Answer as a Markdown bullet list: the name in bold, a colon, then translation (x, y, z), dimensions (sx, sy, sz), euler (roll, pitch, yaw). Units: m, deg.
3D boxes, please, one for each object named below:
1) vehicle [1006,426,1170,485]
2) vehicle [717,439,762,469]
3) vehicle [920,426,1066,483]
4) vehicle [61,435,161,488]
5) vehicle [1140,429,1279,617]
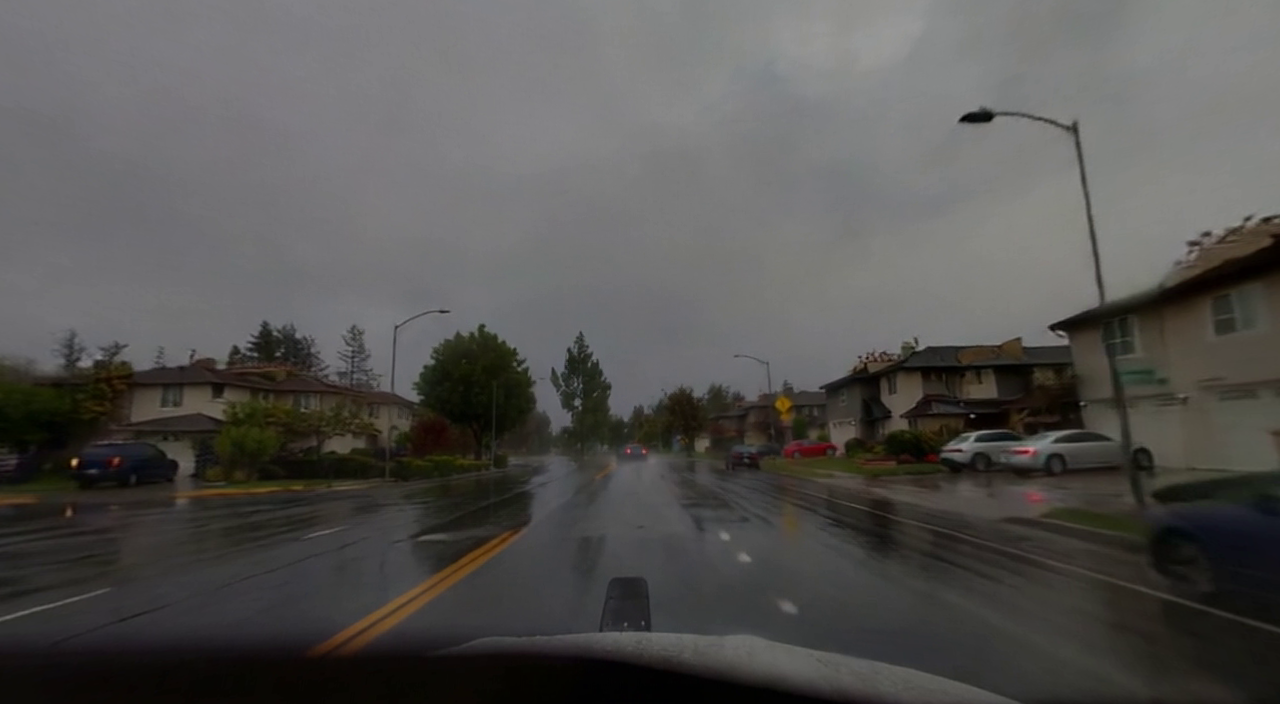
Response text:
- **vehicle**: translation (14.534, 3.332, 20.492), dimensions (4.469, 1.721, 2.191), euler (3, -9, -23)
- **vehicle**: translation (6.978, 7.220, 45.010), dimensions (2.348, 1.986, 6.289), euler (0, -8, 1)
- **vehicle**: translation (14.541, 4.137, 25.980), dimensions (5.277, 1.749, 2.335), euler (-1, -3, -21)
- **vehicle**: translation (-23.467, 4.824, 28.209), dimensions (2.083, 2.113, 4.490), euler (4, -9, -23)
- **vehicle**: translation (6.324, 1.238, 4.074), dimensions (2.235, 1.515, 4.782), euler (0, -8, 0)
